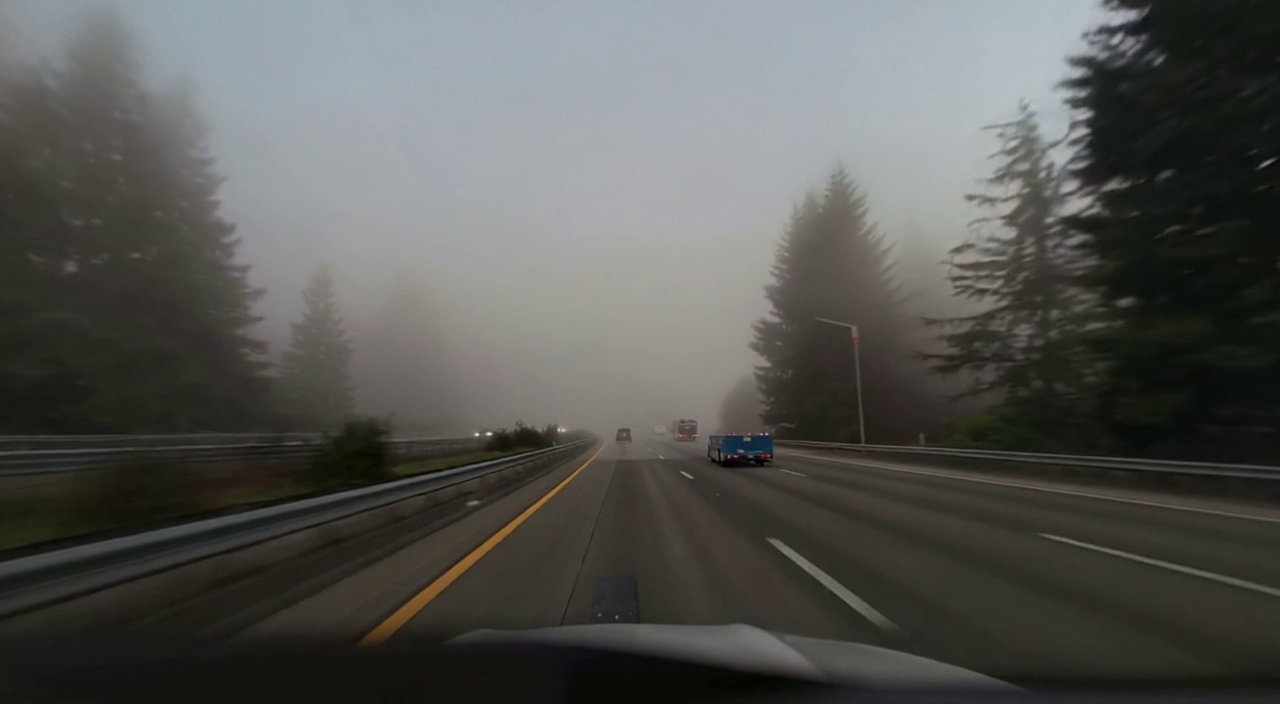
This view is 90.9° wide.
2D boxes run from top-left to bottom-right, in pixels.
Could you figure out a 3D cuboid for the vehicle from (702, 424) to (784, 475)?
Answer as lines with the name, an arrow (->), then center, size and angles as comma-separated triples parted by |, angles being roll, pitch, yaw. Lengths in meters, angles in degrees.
vehicle -> 3.428, 3.314, 21.707 | 2.002, 1.569, 3.845 | 0, -8, -2
